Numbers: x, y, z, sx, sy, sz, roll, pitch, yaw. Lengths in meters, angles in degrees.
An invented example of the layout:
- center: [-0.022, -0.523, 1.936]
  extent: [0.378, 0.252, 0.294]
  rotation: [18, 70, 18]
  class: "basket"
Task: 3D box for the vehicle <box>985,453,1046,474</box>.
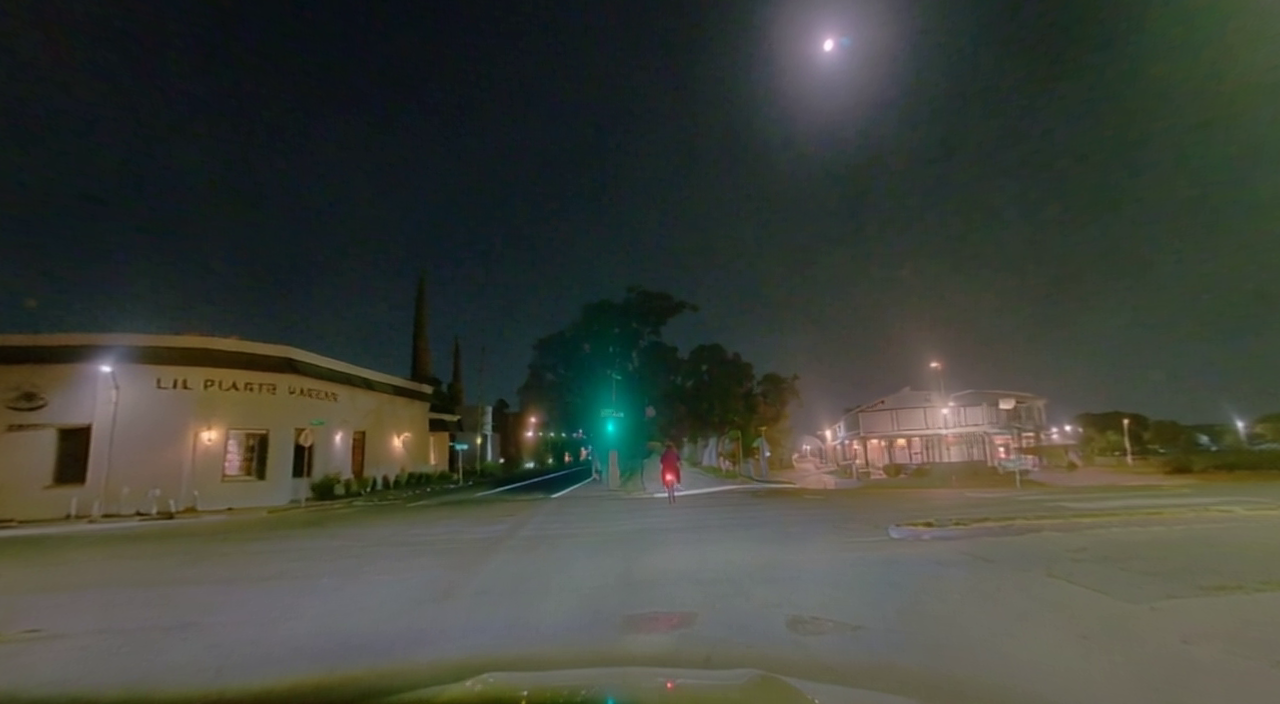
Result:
- center: [28.871, 8.576, 48.613]
  extent: [3.794, 1.403, 1.636]
  rotation: [-1, -9, -12]
  class: "vehicle"
